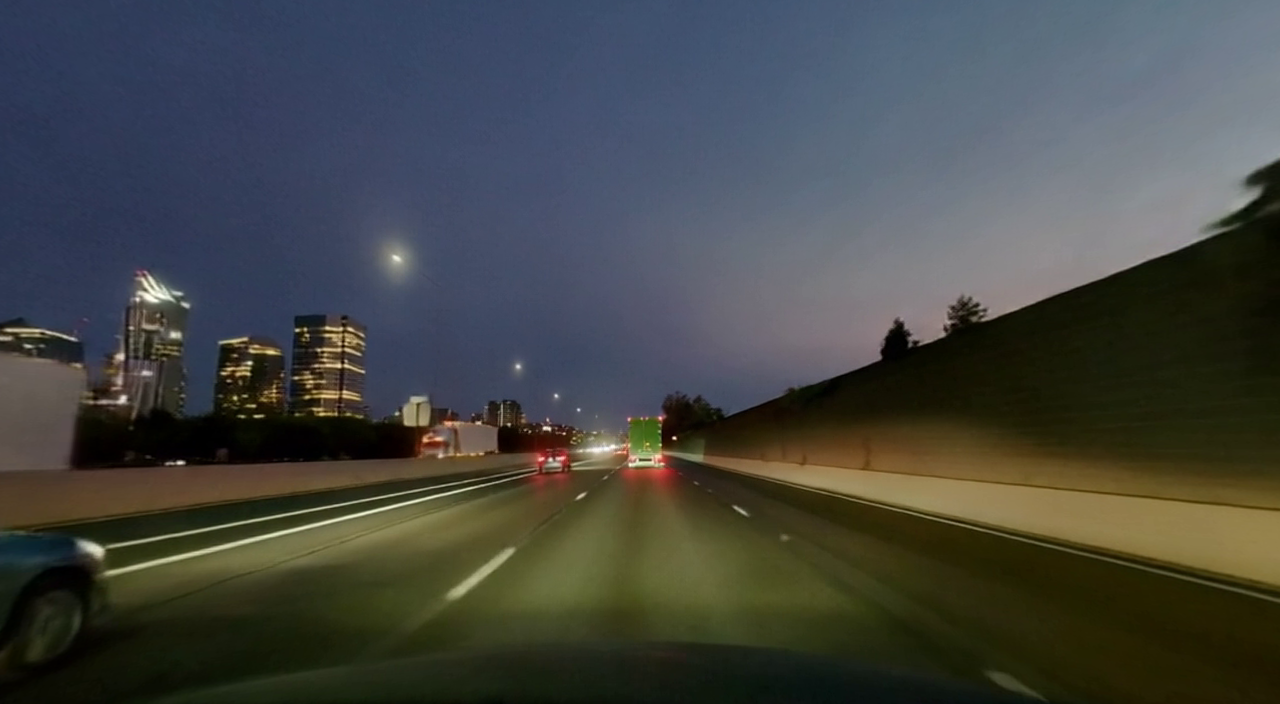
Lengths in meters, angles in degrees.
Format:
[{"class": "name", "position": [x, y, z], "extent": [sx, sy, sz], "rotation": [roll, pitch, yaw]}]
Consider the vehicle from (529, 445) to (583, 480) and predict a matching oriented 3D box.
[{"class": "vehicle", "position": [-4.031, 5.376, 30.954], "extent": [1.974, 1.531, 4.429], "rotation": [0, -9, 1]}]

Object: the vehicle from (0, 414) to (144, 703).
[{"class": "vehicle", "position": [-4.212, 0.826, 1.652], "extent": [1.977, 1.478, 4.702], "rotation": [0, -9, 0]}]

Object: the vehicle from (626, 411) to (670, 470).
[{"class": "vehicle", "position": [0.621, 6.908, 48.692], "extent": [2.980, 4.051, 10.359], "rotation": [0, -9, 1]}]
